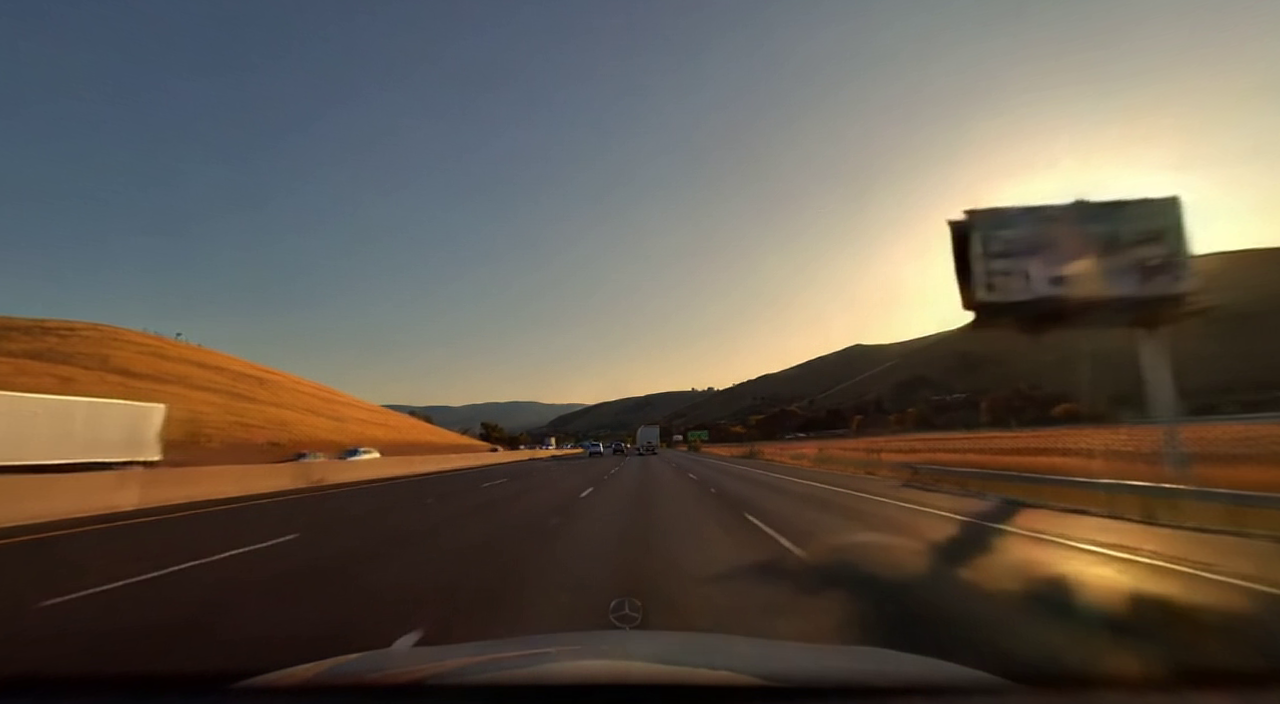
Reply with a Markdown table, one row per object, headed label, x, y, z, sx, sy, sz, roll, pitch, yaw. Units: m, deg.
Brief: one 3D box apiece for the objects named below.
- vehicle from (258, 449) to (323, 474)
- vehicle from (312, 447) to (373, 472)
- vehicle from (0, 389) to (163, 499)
| label | x | y | z | sx | sy | sz | roll | pitch | yaw |
| --- | --- | --- | --- | --- | --- | --- | --- | --- | --- |
| vehicle | -23.912 | 7.484 | 43.357 | 1.885 | 1.615 | 4.448 | 0 | -8 | 1 |
| vehicle | -20.439 | 7.402 | 43.522 | 2.077 | 1.589 | 4.203 | 0 | -8 | 1 |
| vehicle | -25.022 | 3.566 | 24.397 | 2.830 | 4.041 | 13.042 | 0 | -8 | 0 |
